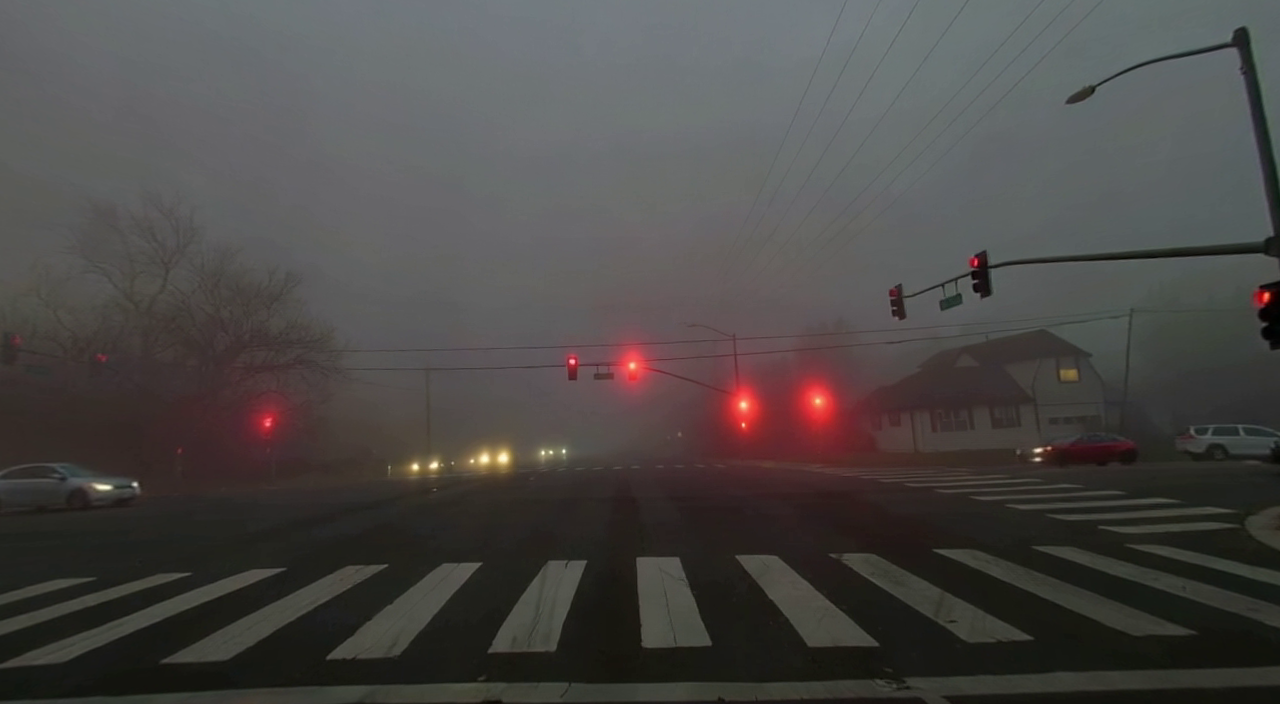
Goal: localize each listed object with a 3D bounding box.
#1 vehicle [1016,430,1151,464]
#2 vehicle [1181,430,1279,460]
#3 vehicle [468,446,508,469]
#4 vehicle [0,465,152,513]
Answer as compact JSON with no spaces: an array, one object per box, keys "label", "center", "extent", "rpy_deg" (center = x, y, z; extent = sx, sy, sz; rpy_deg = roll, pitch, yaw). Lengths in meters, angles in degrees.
[{"label":"vehicle","center":[21.241,4.579,30.472],"extent":[4.873,1.539,1.932],"rpy_deg":[-2,-9,12]},{"label":"vehicle","center":[31.320,4.884,33.023],"extent":[4.318,1.488,1.870],"rpy_deg":[0,-9,-1]},{"label":"vehicle","center":[-10.718,7.459,44.754],"extent":[1.881,1.509,3.377],"rpy_deg":[0,-9,1]},{"label":"vehicle","center":[-19.812,4.604,21.429],"extent":[4.823,1.449,2.017],"rpy_deg":[-1,-9,1]}]
